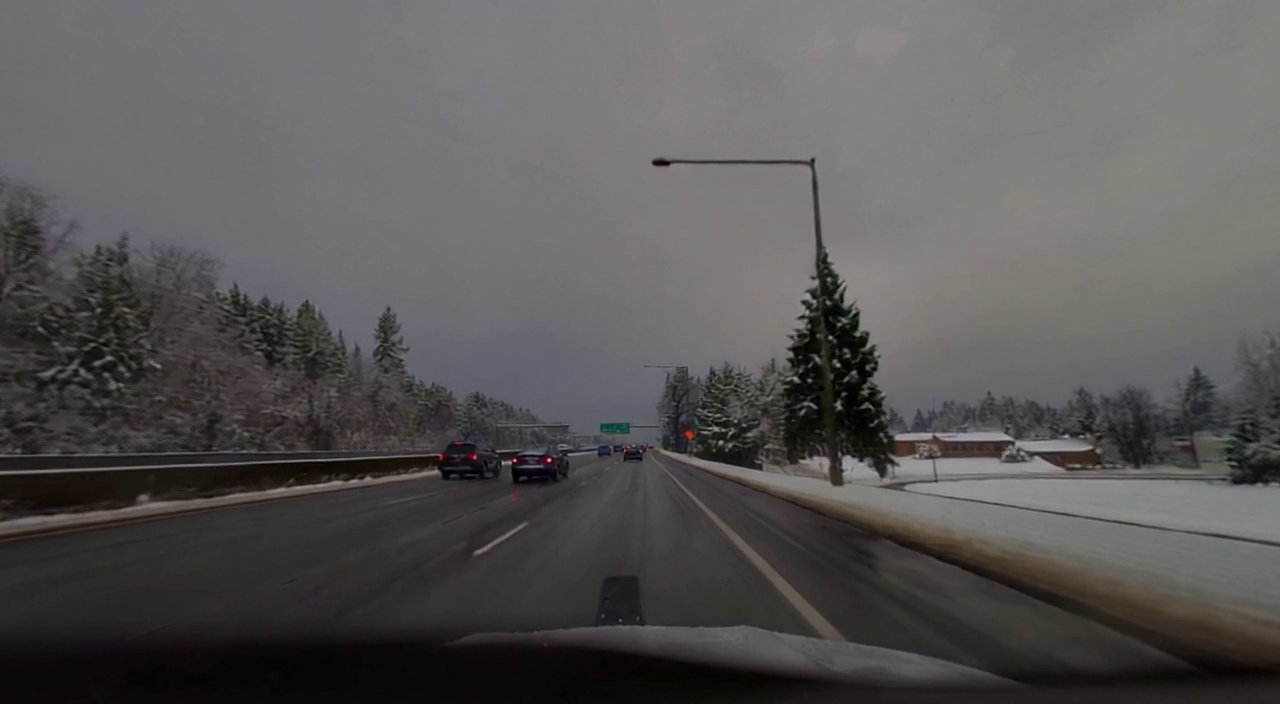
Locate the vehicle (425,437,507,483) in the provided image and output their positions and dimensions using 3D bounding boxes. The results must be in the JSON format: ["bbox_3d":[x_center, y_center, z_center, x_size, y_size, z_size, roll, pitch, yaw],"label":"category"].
[{"bbox_3d":[-7.409,4.647,27.412,2.091,1.795,4.617,-1,-9,2],"label":"vehicle"}]

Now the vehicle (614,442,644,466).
[{"bbox_3d":[-0.821,7.799,48.539,2.179,1.742,4.396,0,-9,0],"label":"vehicle"}]

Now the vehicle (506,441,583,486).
[{"bbox_3d":[-3.632,4.374,25.037,2.102,1.562,4.884,-1,-9,2],"label":"vehicle"}]
